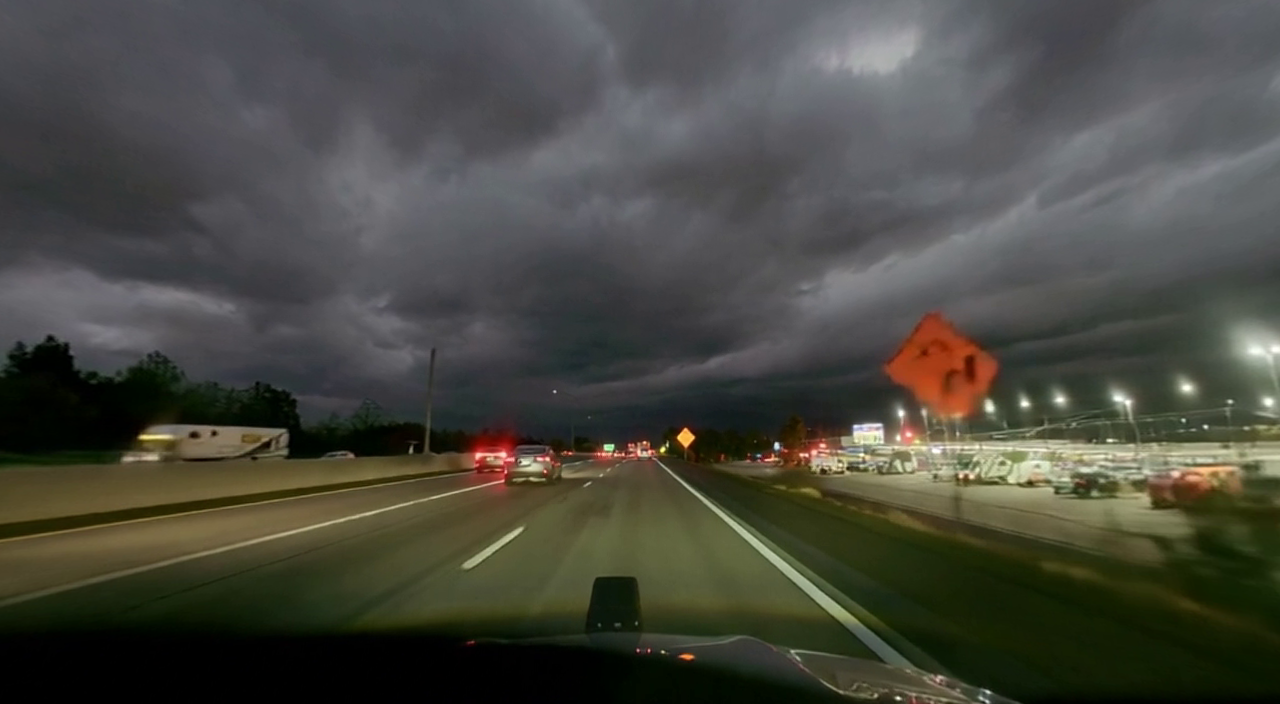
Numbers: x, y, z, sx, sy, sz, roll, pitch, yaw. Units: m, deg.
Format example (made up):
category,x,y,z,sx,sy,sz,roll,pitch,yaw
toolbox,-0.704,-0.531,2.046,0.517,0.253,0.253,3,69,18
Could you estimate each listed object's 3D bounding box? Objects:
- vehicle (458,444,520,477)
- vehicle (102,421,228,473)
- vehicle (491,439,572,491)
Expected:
category,x,y,z,sx,sy,sz,roll,pitch,yaw
vehicle,-7.504,5.436,31.756,1.991,1.538,4.360,0,-9,1
vehicle,-36.479,7.333,48.902,3.141,3.592,8.343,1,-8,0
vehicle,-3.836,4.068,23.001,2.070,1.665,4.213,0,-9,2
